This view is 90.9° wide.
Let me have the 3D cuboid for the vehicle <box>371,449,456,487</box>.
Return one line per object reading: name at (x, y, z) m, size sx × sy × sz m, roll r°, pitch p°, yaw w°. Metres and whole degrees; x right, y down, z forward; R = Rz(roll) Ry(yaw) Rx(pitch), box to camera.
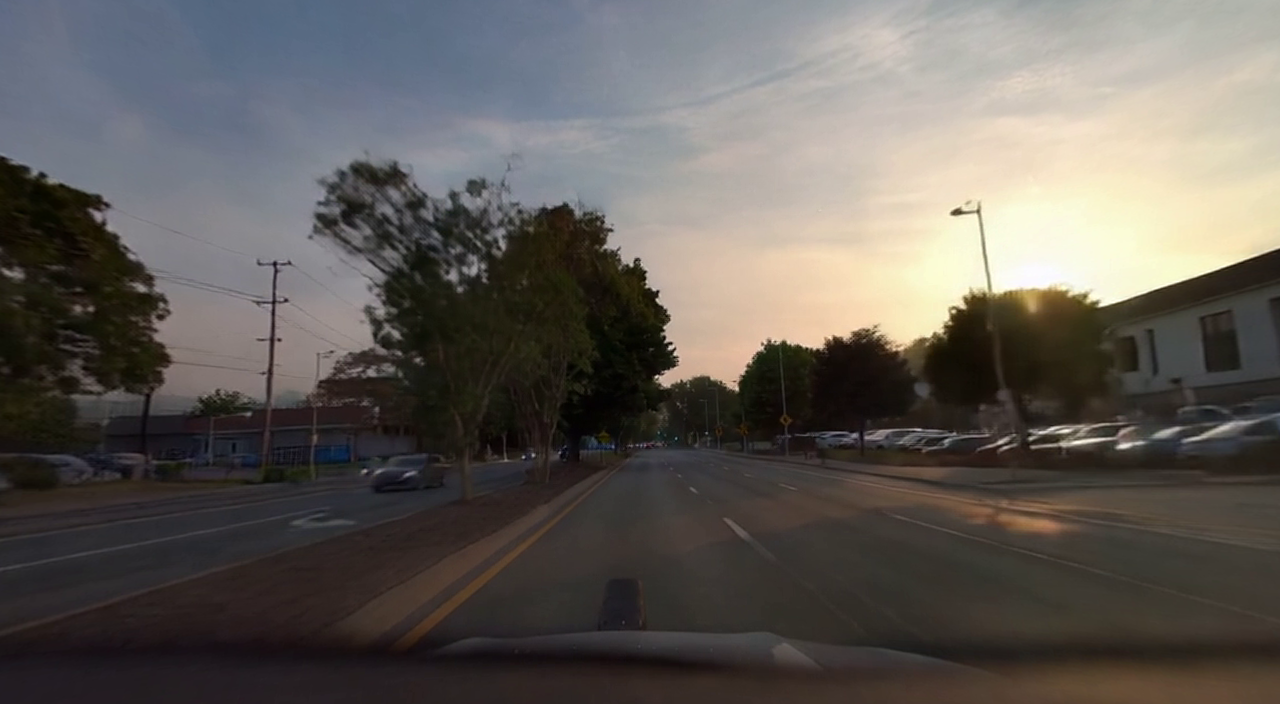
vehicle at (-9.787, 5.023, 27.701) m, size 1.942 × 1.468 × 4.708 m, roll 0°, pitch -9°, yaw 1°
